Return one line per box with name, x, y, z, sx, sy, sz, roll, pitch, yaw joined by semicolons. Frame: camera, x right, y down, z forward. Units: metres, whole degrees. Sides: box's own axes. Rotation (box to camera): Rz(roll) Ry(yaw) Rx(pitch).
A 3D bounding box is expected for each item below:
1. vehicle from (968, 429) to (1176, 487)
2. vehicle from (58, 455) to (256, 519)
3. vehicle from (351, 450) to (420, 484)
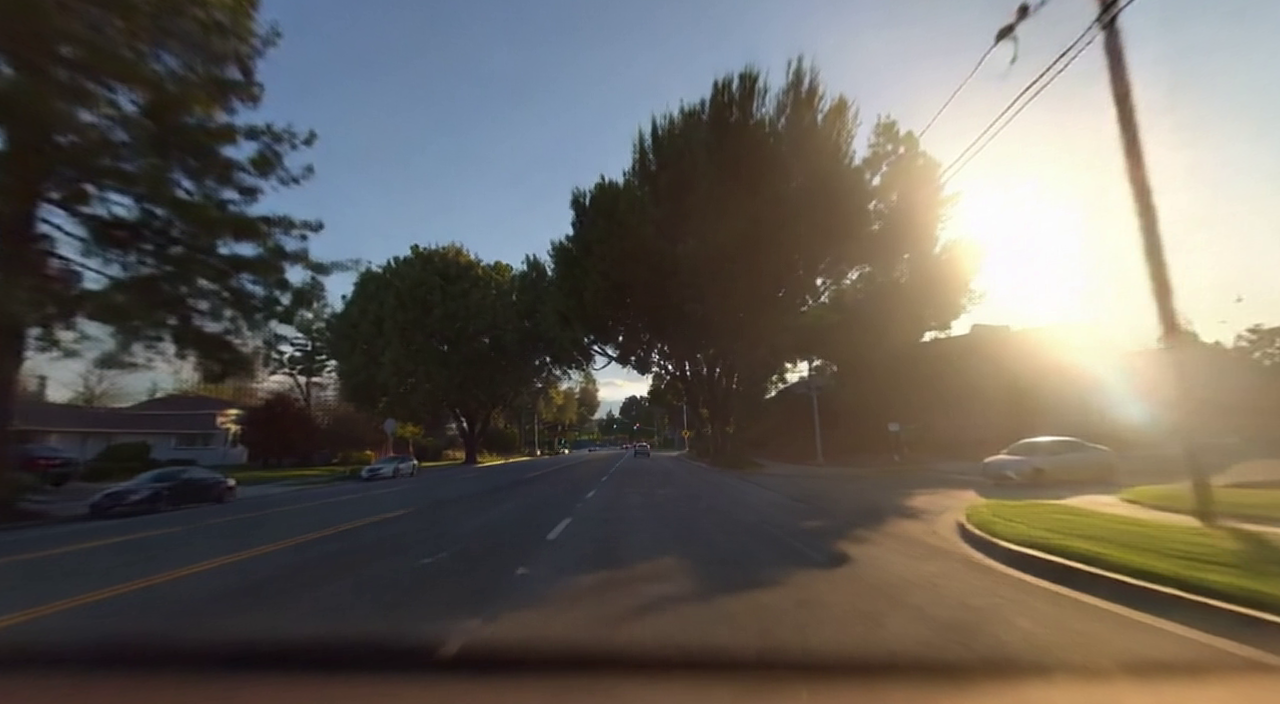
vehicle;11.832;2.891;17.439;4.644;1.471;1.843;2;-8;-10
vehicle;-13.672;3.802;18.349;1.901;1.481;4.636;0;-8;3
vehicle;-13.811;6.240;34.573;1.941;1.501;4.432;-3;-7;0
